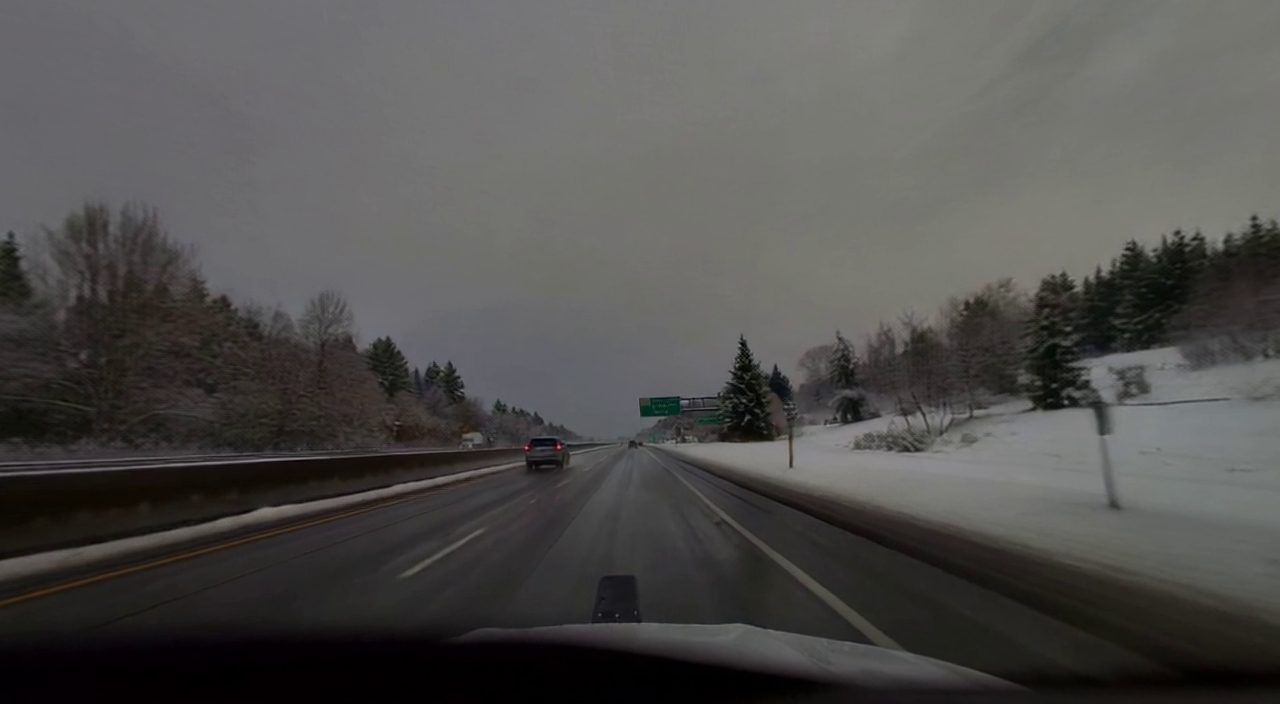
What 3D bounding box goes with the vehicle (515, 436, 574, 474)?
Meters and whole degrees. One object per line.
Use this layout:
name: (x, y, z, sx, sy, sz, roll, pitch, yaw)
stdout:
vehicle: (-4.461, 4.854, 30.001, 2.129, 1.641, 4.263, 0, -8, 0)
